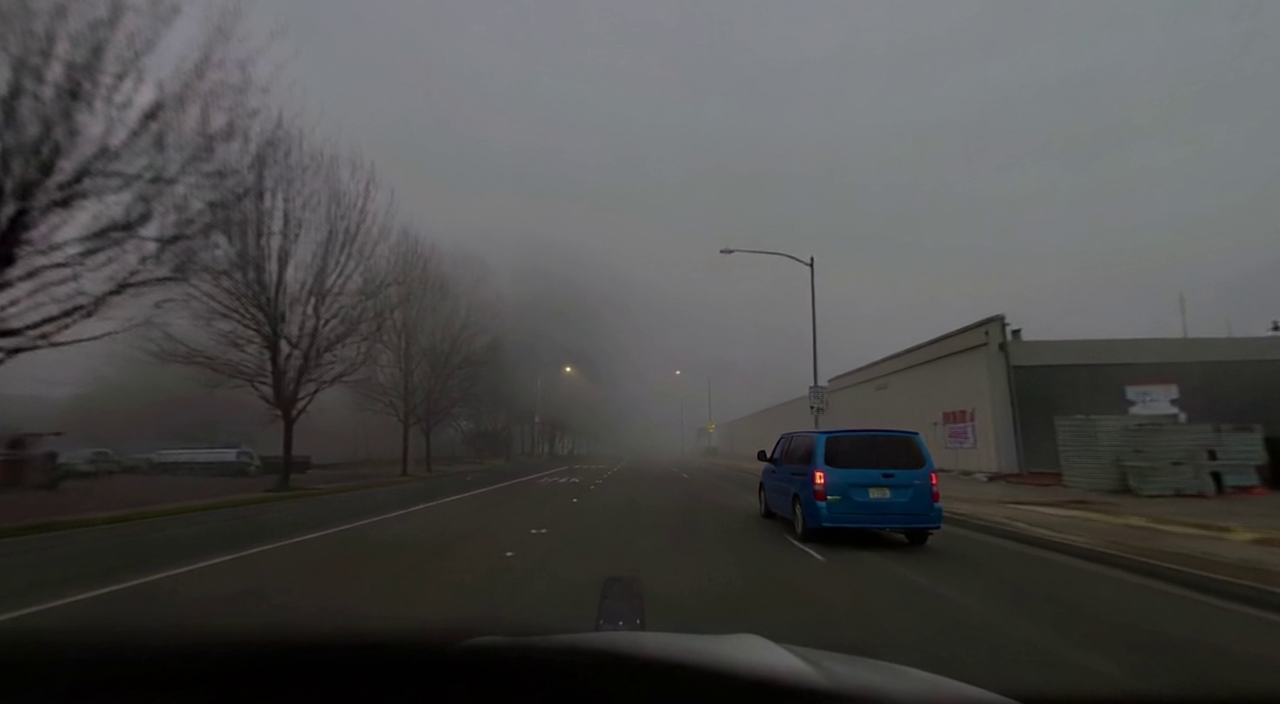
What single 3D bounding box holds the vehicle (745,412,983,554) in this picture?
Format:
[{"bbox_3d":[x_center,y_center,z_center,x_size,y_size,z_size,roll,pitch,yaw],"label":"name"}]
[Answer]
[{"bbox_3d":[3.315,2.060,10.649,2.202,1.822,4.826,0,-8,-1],"label":"vehicle"}]
